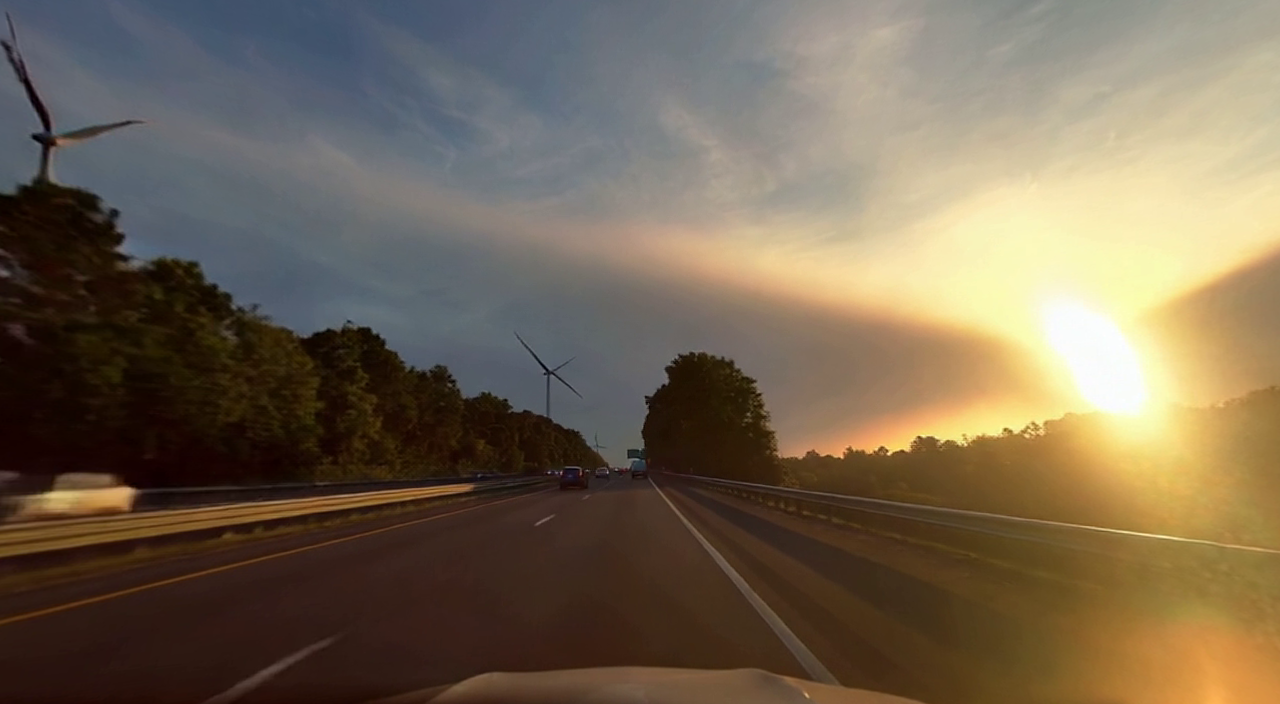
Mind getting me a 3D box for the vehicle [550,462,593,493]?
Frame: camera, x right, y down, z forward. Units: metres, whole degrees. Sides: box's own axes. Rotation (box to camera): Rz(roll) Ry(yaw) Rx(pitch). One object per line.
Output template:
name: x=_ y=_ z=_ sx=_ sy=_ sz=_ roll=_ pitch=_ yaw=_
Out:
vehicle: x=-4.099 y=7.624 z=38.496 sx=2.124 sy=1.705 sz=4.440 roll=1 pitch=-11 yaw=0
